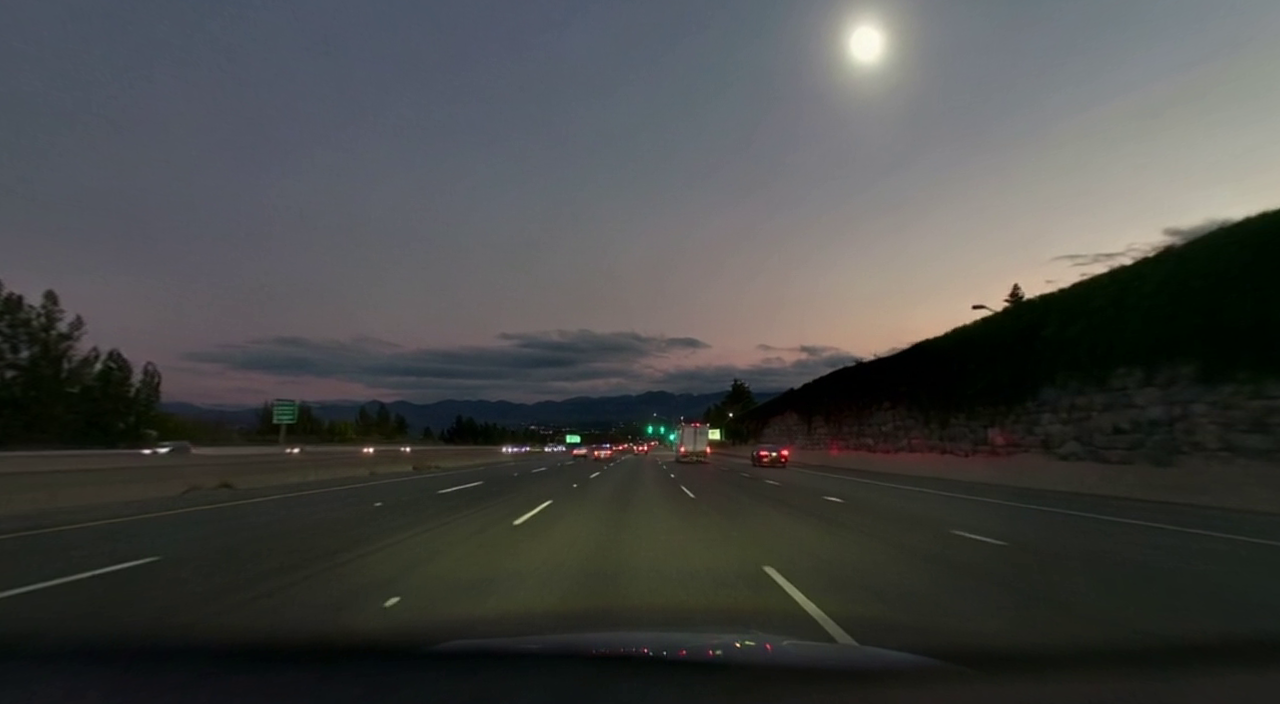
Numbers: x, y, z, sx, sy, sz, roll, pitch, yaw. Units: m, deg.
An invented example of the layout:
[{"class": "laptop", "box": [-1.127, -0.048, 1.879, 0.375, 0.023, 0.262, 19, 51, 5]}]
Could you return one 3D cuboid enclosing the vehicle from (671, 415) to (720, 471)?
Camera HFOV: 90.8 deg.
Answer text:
[{"class": "vehicle", "box": [3.435, 5.985, 40.862, 2.795, 3.187, 7.205, -2, -10, 2]}]
